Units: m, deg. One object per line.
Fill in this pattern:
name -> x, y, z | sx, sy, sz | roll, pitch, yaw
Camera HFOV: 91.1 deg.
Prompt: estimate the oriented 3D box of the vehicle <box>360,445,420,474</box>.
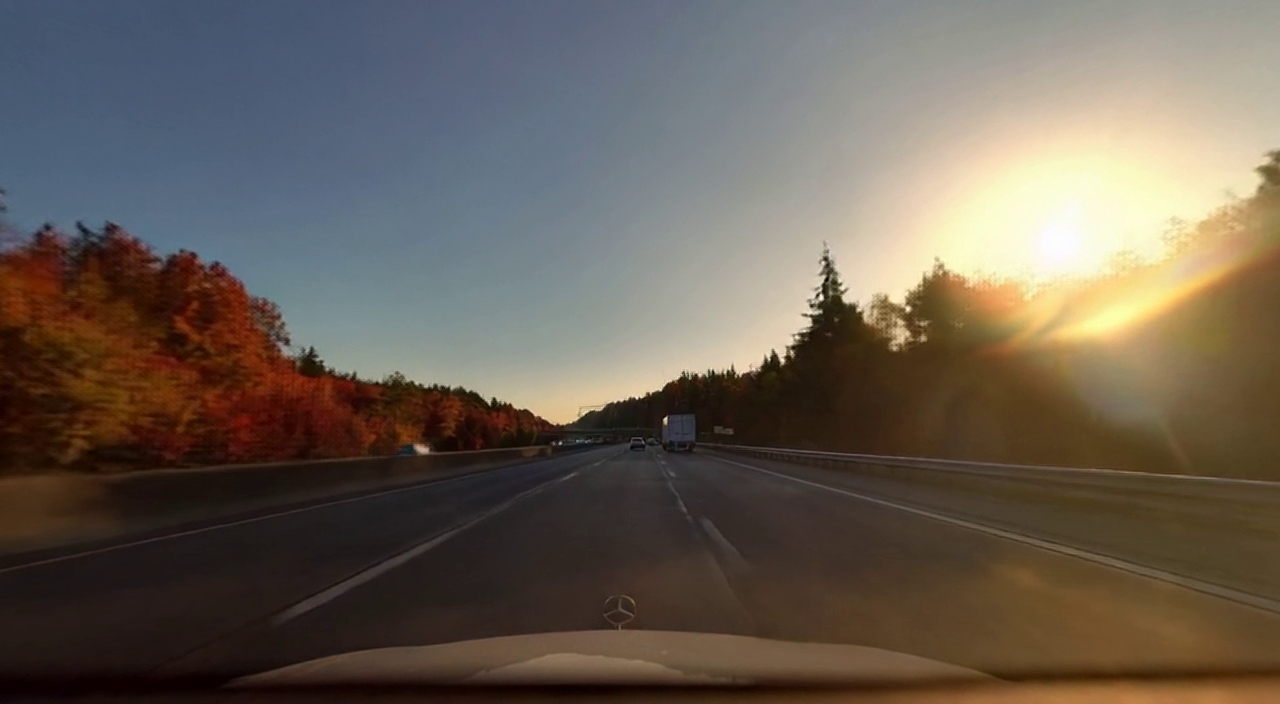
vehicle -> -14.131, 6.081, 35.712 | 1.750, 1.472, 3.889 | -1, -8, 0
